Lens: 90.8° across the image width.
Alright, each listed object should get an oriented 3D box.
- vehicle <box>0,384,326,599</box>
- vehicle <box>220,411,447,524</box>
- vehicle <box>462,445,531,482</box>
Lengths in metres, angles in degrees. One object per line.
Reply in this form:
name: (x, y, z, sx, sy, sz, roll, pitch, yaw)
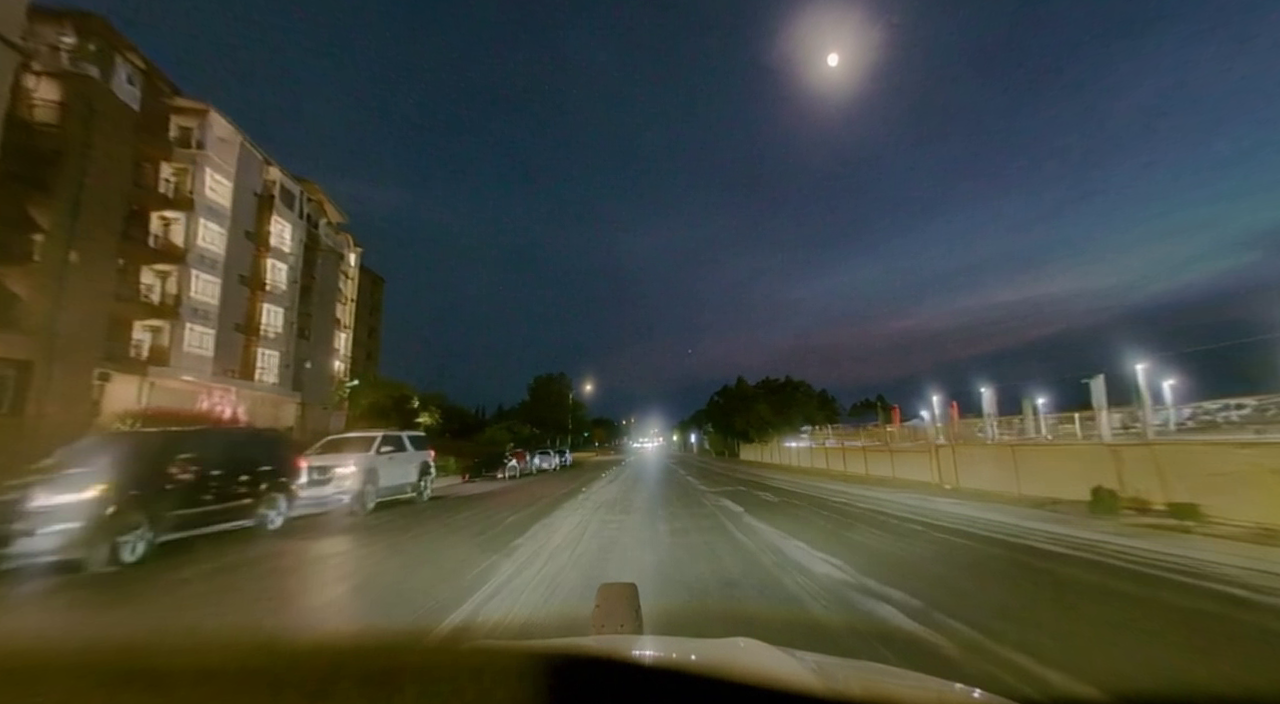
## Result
vehicle: (-6.589, 1.626, 8.402, 2.192, 1.965, 4.917, 2, -8, 1)
vehicle: (-6.469, 2.534, 14.420, 2.331, 1.962, 5.633, 2, -8, 0)
vehicle: (-6.368, 4.977, 28.565, 1.914, 1.417, 4.750, 2, -8, 1)
